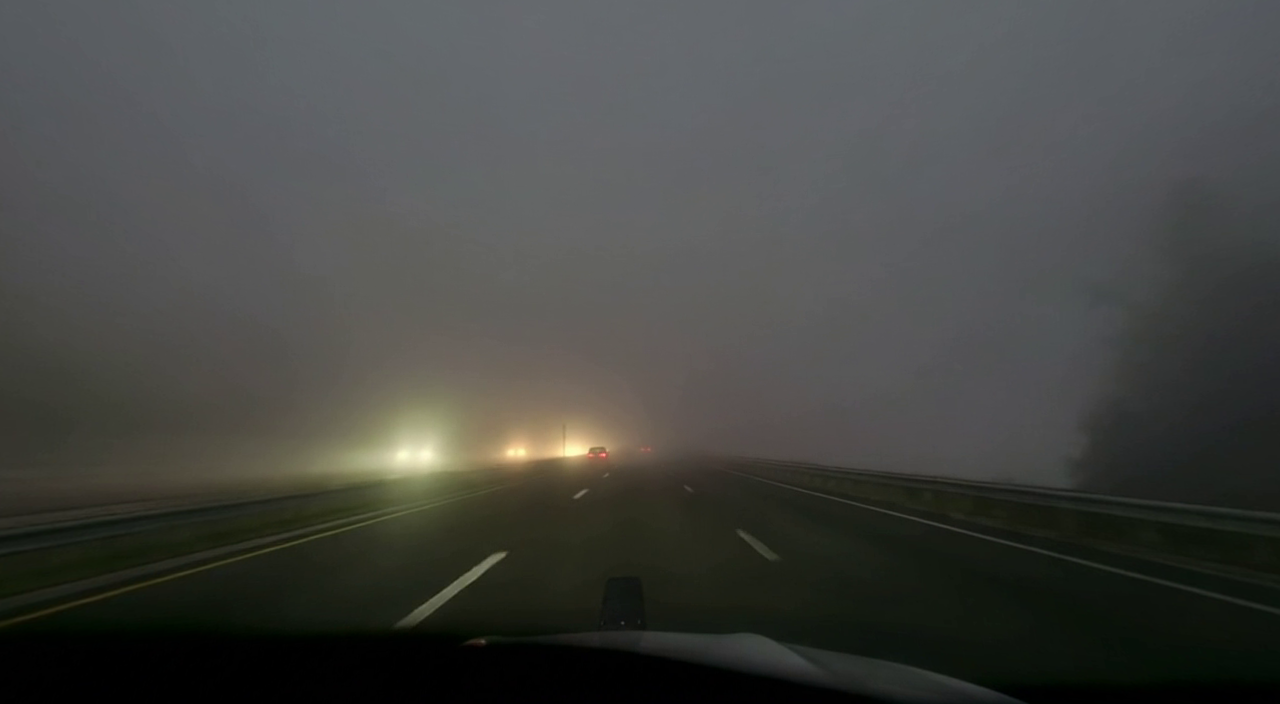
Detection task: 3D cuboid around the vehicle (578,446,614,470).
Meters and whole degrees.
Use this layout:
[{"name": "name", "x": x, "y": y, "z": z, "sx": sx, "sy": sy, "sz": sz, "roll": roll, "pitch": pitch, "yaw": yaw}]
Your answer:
[{"name": "vehicle", "x": -2.871, "y": 7.035, "z": 42.021, "sx": 1.991, "sy": 1.473, "sz": 4.707, "roll": 0, "pitch": -9, "yaw": 0}]
